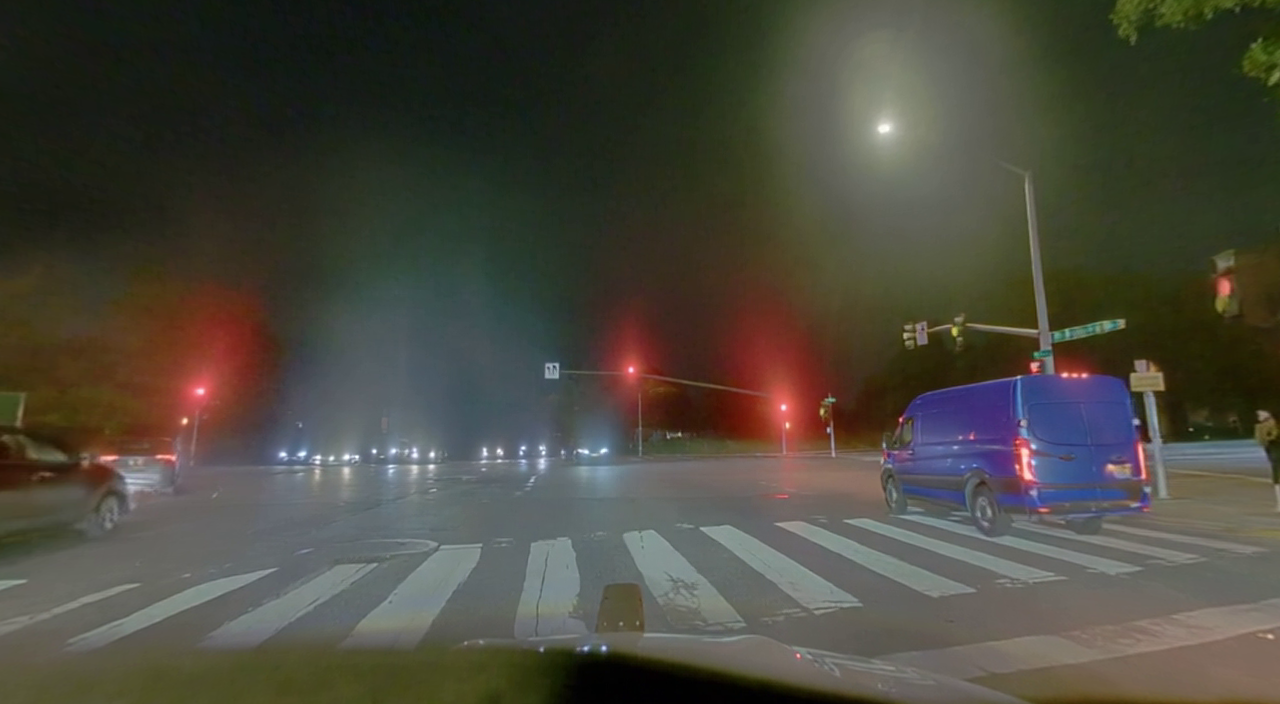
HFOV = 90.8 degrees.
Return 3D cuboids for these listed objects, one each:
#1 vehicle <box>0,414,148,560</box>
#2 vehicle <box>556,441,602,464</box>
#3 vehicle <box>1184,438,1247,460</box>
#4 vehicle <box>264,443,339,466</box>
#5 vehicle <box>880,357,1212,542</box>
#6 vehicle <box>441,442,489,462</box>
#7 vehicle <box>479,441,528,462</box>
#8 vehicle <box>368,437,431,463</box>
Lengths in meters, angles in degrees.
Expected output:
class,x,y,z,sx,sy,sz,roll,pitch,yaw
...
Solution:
class,x,y,z,sx,sy,sz,roll,pitch,yaw
vehicle,-8.457,1.595,7.539,2.115,1.653,4.553,1,-9,-11
vehicle,-4.003,6.501,41.024,1.907,1.409,3.909,3,-9,-21
vehicle,39.050,6.556,42.850,4.010,1.452,1.800,5,-10,-29
vehicle,-21.841,6.644,40.998,1.859,1.415,4.591,-1,-9,8
vehicle,6.553,1.715,11.343,2.332,2.511,5.326,0,-9,0
vehicle,-13.189,7.590,47.854,1.845,1.426,4.289,-1,-9,8
vehicle,-10.154,7.469,47.400,2.097,1.484,4.596,-1,-9,8
vehicle,-17.388,7.148,46.005,2.189,1.753,4.785,-1,-9,8
